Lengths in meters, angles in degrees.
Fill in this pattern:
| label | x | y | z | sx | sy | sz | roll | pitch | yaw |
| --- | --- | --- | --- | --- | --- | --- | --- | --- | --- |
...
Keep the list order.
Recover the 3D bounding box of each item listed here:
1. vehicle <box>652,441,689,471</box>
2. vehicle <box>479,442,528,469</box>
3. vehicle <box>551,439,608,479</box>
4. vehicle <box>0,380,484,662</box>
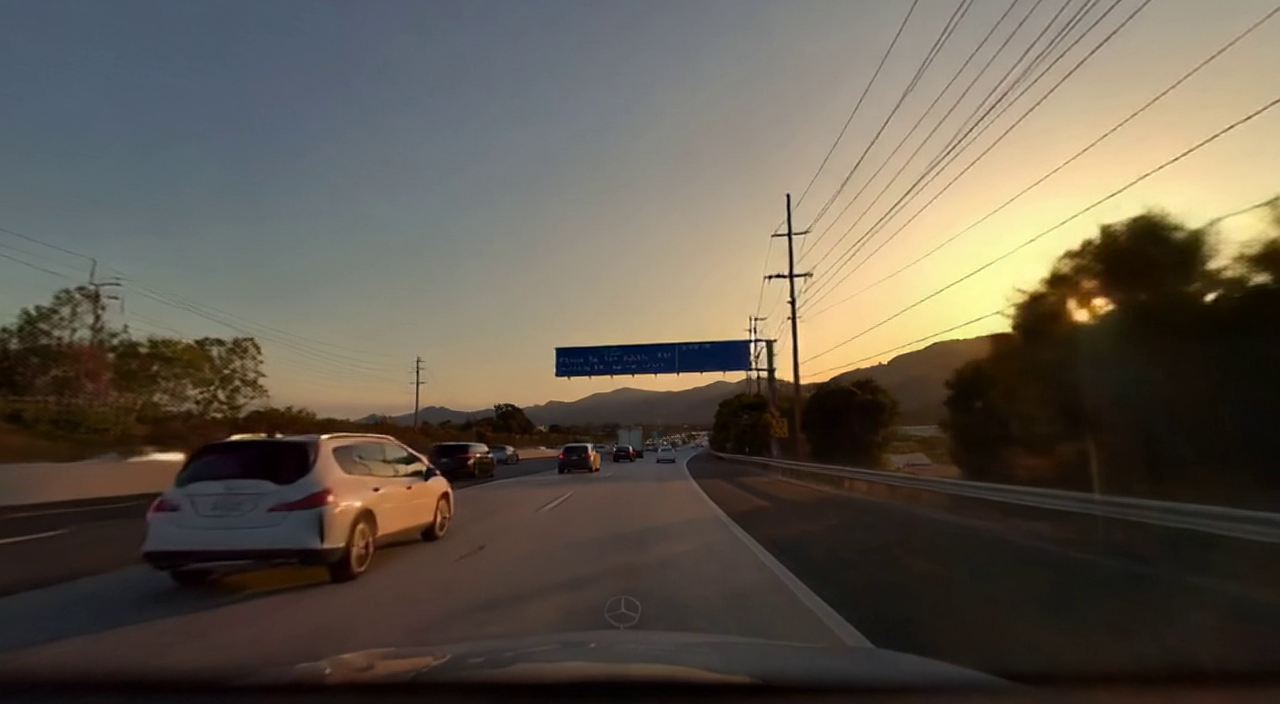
| label | x | y | z | sx | sy | sz | roll | pitch | yaw |
| --- | --- | --- | --- | --- | --- | --- | --- | --- | --- |
| vehicle | 1.856 | 6.191 | 37.481 | 2.038 | 1.677 | 4.219 | -1 | -9 | 4 |
| vehicle | -9.409 | 7.155 | 43.719 | 2.097 | 1.722 | 4.981 | -1 | -9 | 3 |
| vehicle | -2.667 | 4.837 | 28.627 | 1.976 | 1.688 | 4.124 | -1 | -9 | 3 |
| vehicle | -3.428 | 1.465 | 6.597 | 2.202 | 1.801 | 4.959 | 0 | -9 | 1 |
